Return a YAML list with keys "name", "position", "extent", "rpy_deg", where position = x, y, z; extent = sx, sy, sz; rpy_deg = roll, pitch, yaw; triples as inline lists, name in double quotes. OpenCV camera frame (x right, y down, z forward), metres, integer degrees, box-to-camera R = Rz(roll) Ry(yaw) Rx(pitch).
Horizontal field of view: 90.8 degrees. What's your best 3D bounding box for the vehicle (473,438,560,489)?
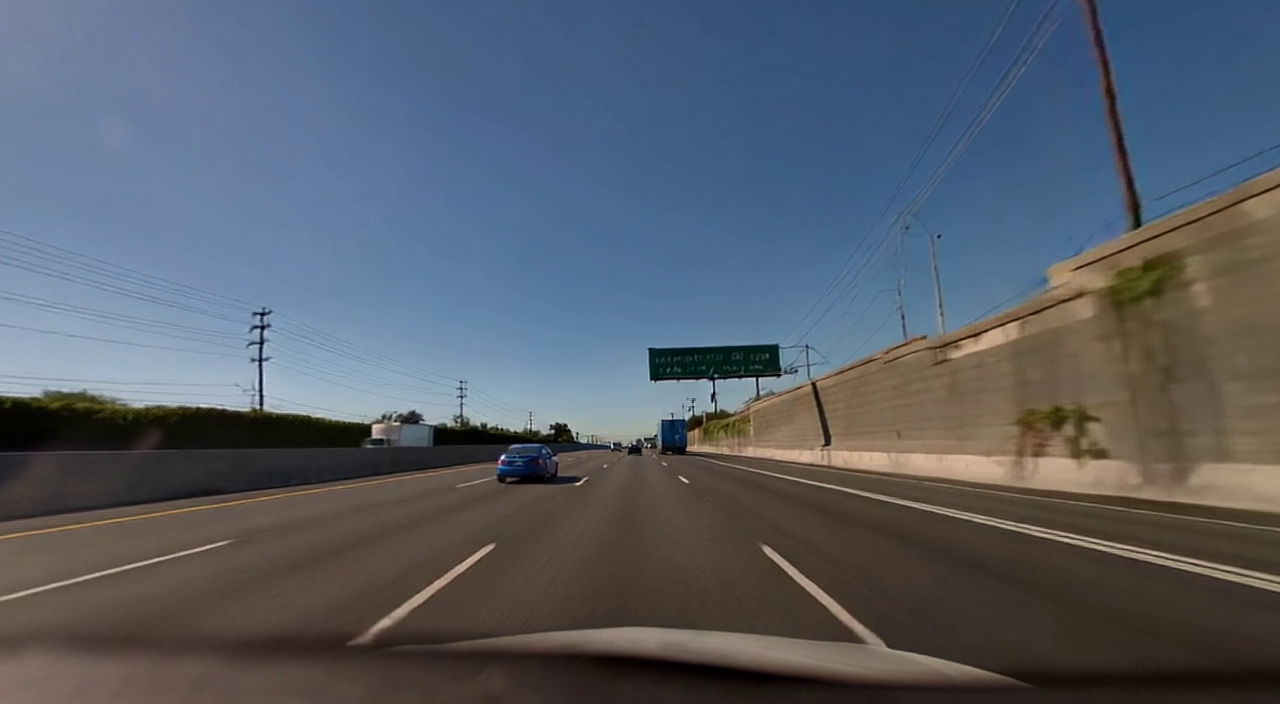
- name: "vehicle"
  position: [-3.965, 3.667, 21.061]
  extent: [2.009, 1.533, 4.175]
  rpy_deg: [0, -9, 1]
